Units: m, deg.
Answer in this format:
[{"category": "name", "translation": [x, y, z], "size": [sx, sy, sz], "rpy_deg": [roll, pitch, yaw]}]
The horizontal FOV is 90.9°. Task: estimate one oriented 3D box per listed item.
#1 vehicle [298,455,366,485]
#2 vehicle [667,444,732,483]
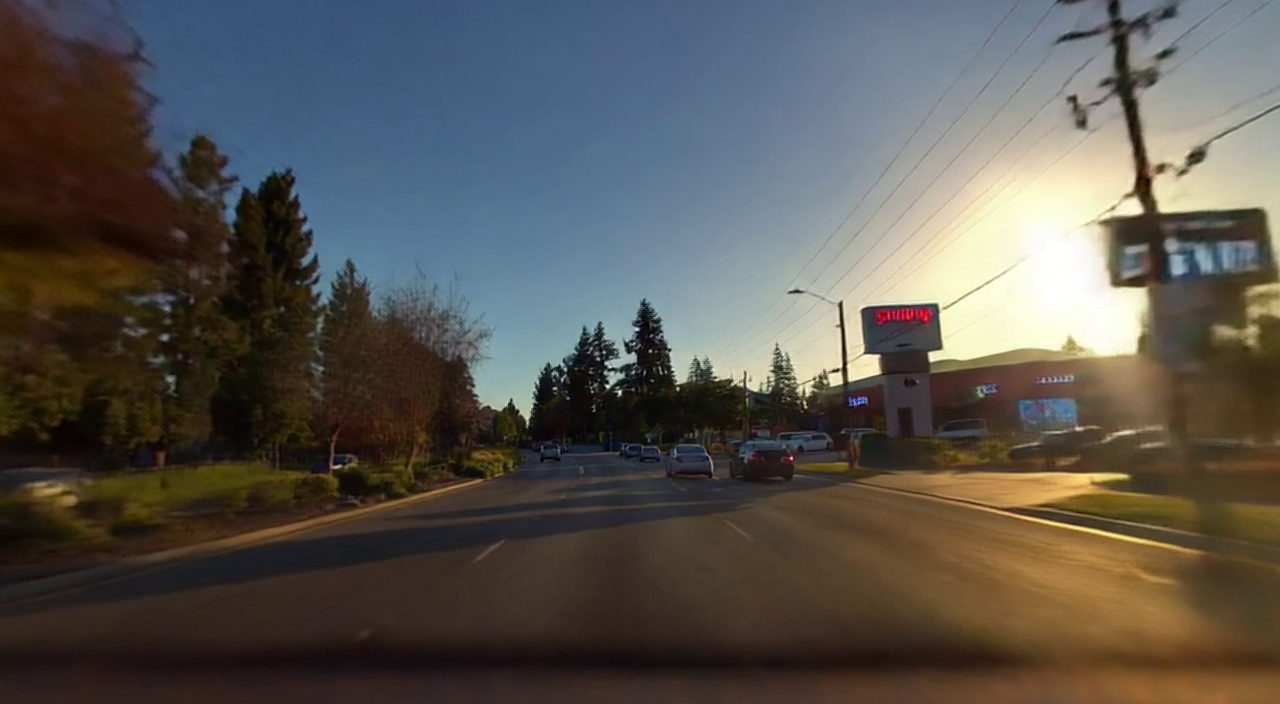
[{"category": "vehicle", "translation": [-17.407, 6.678, 35.875], "size": [1.873, 1.507, 4.204], "rpy_deg": [0, -8, -3]}, {"category": "vehicle", "translation": [2.405, 4.627, 26.557], "size": [2.130, 1.476, 4.453], "rpy_deg": [0, -9, -2]}]
